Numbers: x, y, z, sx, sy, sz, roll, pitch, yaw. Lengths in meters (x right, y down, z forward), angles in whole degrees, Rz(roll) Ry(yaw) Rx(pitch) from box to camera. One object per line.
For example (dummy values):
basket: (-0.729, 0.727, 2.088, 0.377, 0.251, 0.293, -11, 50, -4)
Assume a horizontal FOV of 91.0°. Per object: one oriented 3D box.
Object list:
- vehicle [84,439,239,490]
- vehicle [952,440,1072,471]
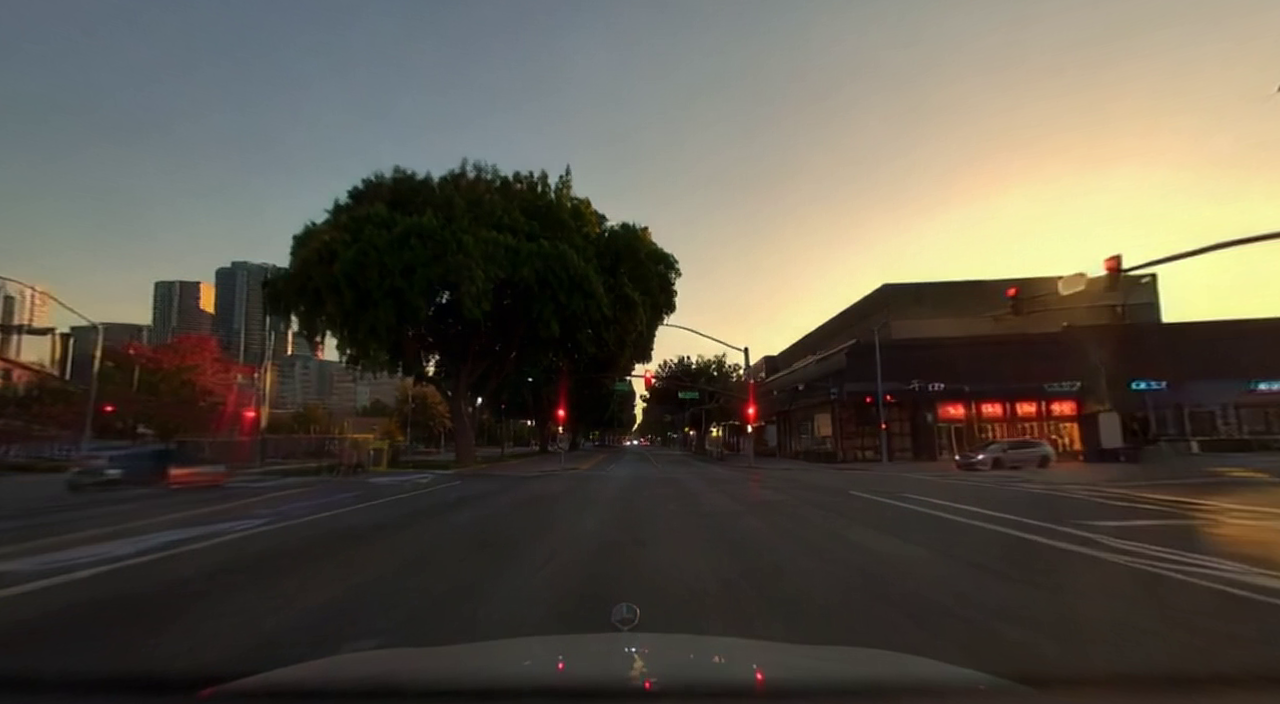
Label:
vehicle: (-19.070, 4.489, 25.507, 2.010, 1.833, 5.365, 0, -9, 0)
vehicle: (17.732, 4.949, 30.137, 4.583, 1.426, 1.892, 0, -9, -2)
